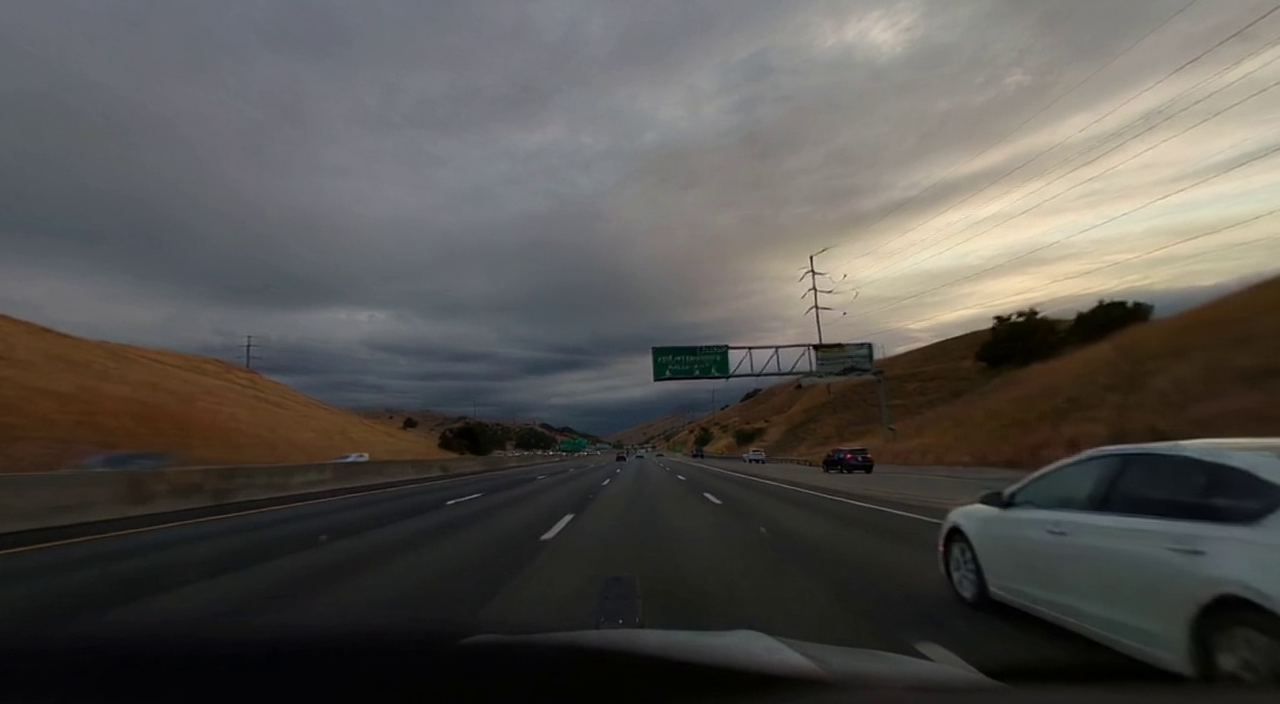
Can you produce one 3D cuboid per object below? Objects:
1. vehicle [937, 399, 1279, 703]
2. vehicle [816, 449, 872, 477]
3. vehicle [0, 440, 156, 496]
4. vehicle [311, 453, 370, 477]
[{"bbox_3d":[3.455,1.036,2.847,2.086,1.542,4.355,0,-9,0],"label":"vehicle"},{"bbox_3d":[11.800,6.404,36.629,1.884,1.486,3.770,1,-9,-1],"label":"vehicle"},{"bbox_3d":[-18.145,3.623,20.018,1.868,1.549,4.503,0,-9,0],"label":"vehicle"},{"bbox_3d":[-21.274,8.034,44.985,1.922,1.512,4.664,0,-9,0],"label":"vehicle"}]
